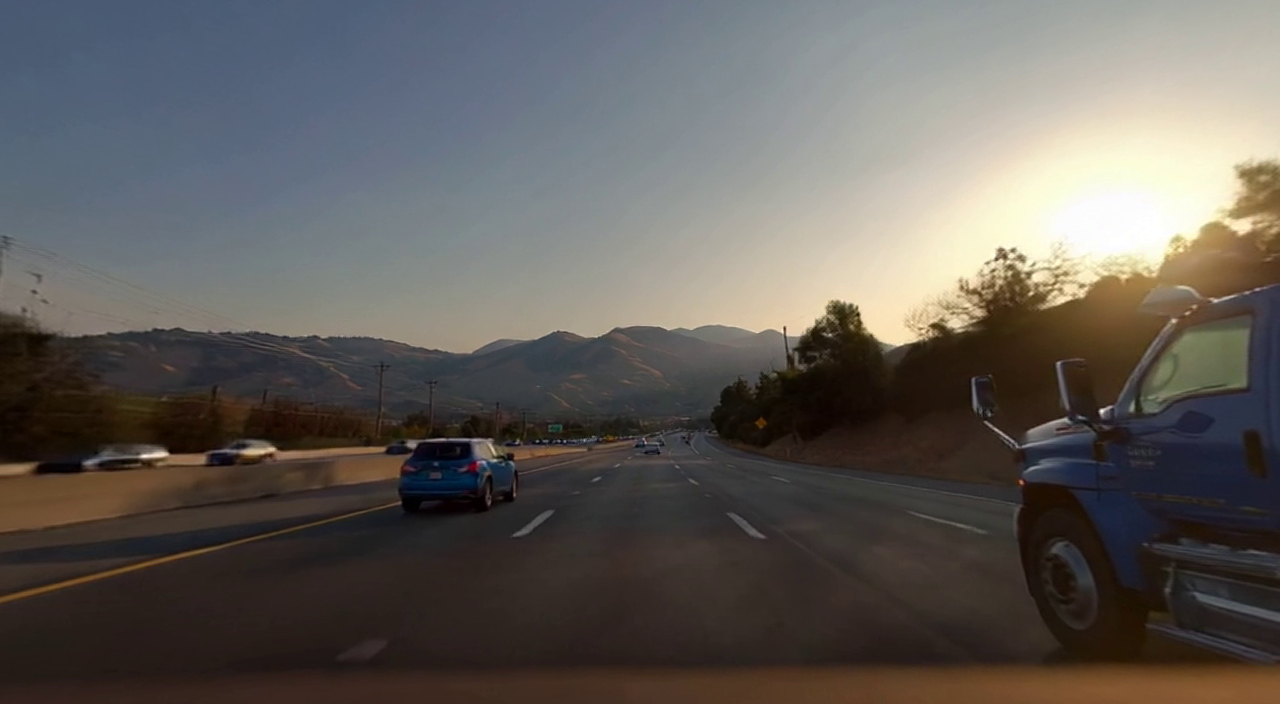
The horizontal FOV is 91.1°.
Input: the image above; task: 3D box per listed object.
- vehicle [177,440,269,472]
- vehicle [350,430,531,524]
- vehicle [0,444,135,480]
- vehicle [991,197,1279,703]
[{"bbox_3d":[-22.081,5.518,33.485,1.852,1.572,4.337,0,-8,1],"label":"vehicle"},{"bbox_3d":[-3.615,2.349,12.413,1.974,1.493,4.563,0,-8,1],"label":"vehicle"},{"bbox_3d":[-25.786,4.919,28.434,1.912,1.437,4.612,0,-8,0],"label":"vehicle"},{"bbox_3d":[3.646,0.334,0.872,2.538,2.228,6.370,0,-8,-1],"label":"vehicle"}]
